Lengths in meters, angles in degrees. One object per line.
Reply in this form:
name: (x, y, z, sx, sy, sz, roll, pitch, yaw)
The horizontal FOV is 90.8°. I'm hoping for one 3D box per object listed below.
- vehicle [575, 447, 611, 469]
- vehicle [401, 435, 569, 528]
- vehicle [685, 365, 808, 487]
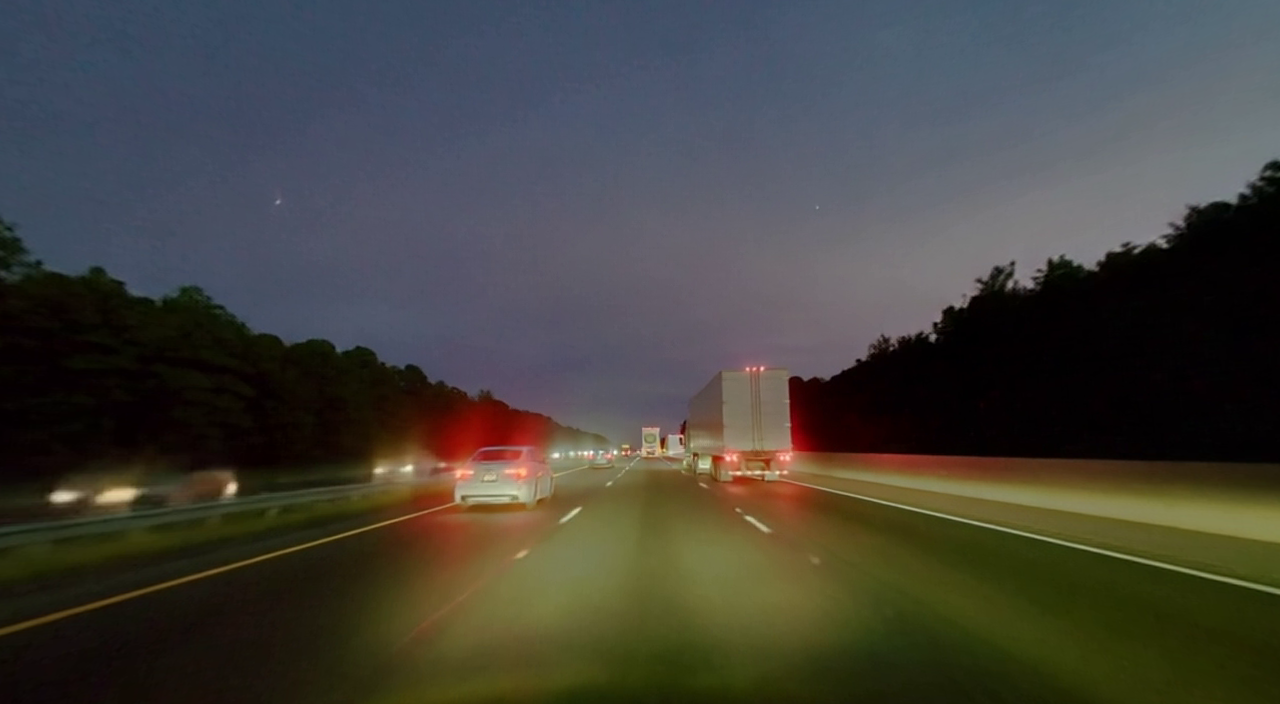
vehicle: (-3.263, 7.457, 44.480, 2.121, 1.445, 4.651, 0, -9, 1)
vehicle: (-2.863, 2.548, 13.045, 2.104, 1.526, 4.940, 0, -9, 2)
vehicle: (4.087, 3.597, 28.433, 2.974, 4.083, 14.389, 0, -9, 0)
